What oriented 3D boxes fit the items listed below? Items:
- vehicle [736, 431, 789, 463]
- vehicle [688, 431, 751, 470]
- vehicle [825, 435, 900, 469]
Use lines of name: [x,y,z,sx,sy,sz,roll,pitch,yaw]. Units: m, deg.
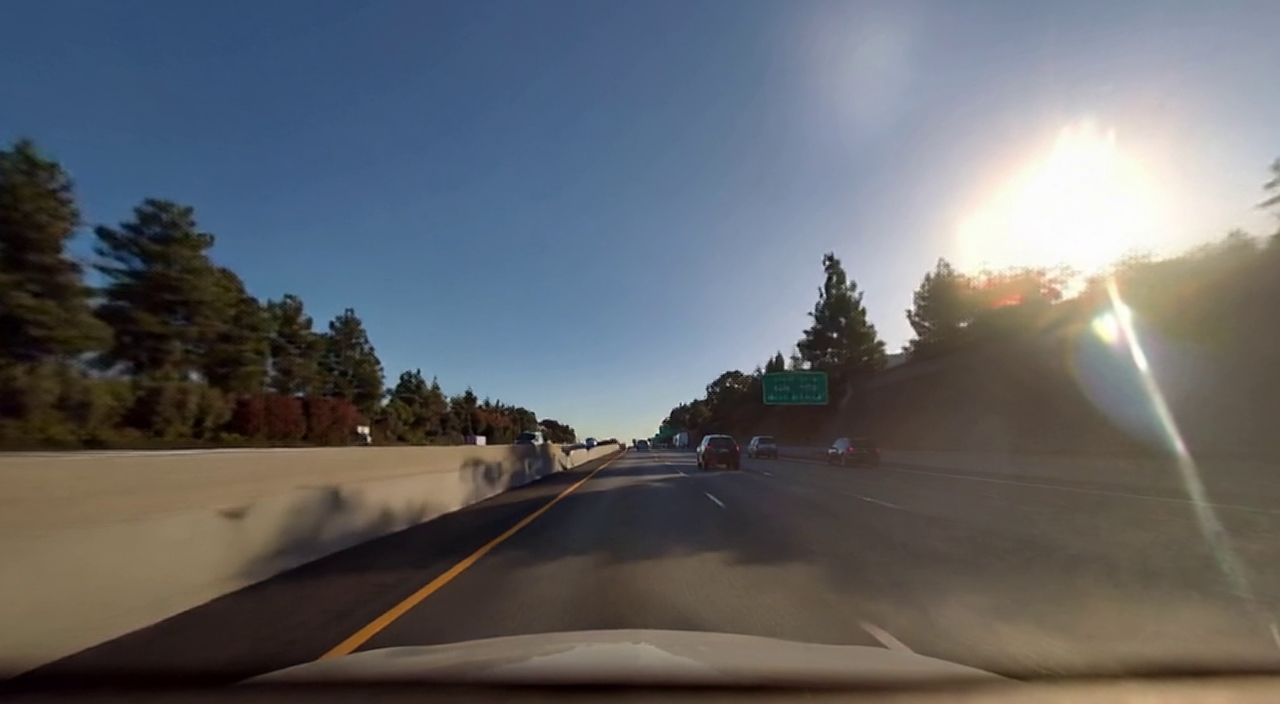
vehicle: [7.185,5.626,37.403,2.178,1.749,4.570,0,-8,0]
vehicle: [3.560,4.509,29.143,2.326,1.644,4.206,0,-8,-1]
vehicle: [10.512,4.744,30.170,1.970,1.479,4.480,0,-8,0]
